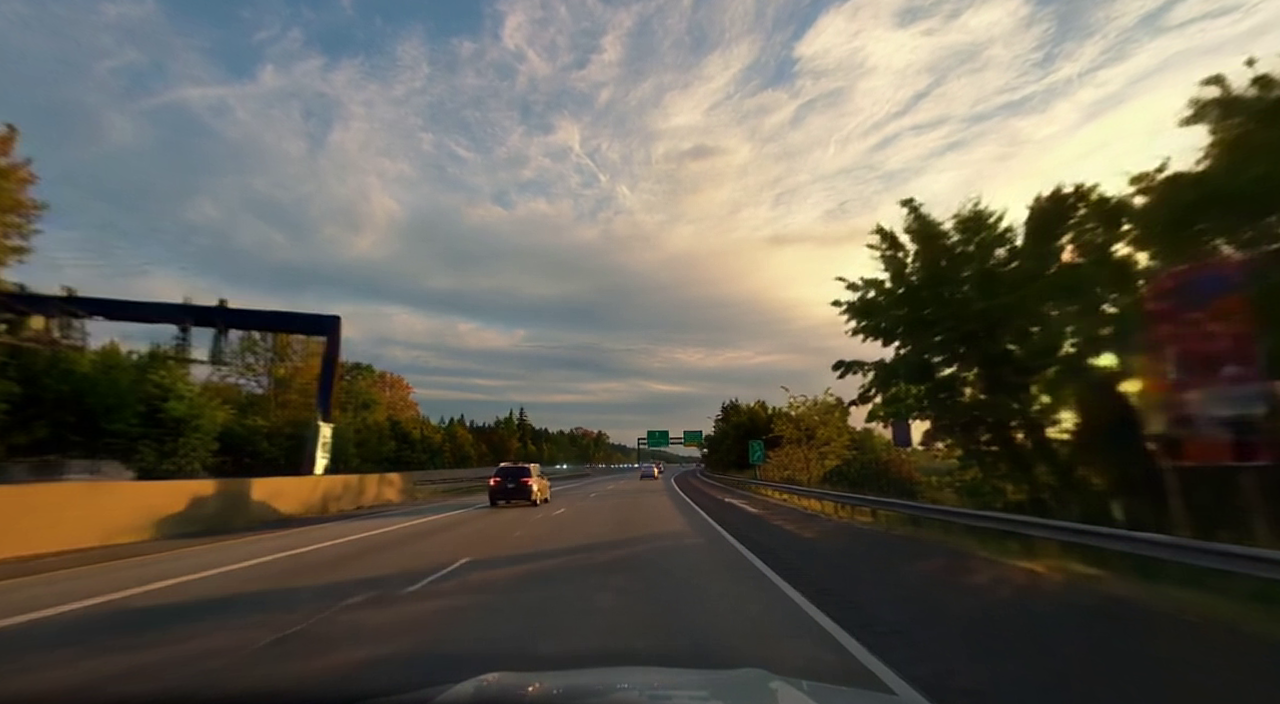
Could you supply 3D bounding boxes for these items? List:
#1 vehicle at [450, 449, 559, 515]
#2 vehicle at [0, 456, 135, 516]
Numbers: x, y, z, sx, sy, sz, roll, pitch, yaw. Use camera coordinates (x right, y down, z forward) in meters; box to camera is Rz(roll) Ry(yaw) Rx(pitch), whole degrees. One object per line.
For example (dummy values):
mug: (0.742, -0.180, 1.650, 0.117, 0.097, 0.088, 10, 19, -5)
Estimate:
vehicle: (-3.674, 3.662, 17.936, 2.000, 1.594, 3.996, 1, -10, 3)
vehicle: (-18.794, 4.182, 19.996, 1.959, 1.669, 4.090, 1, -10, 1)
